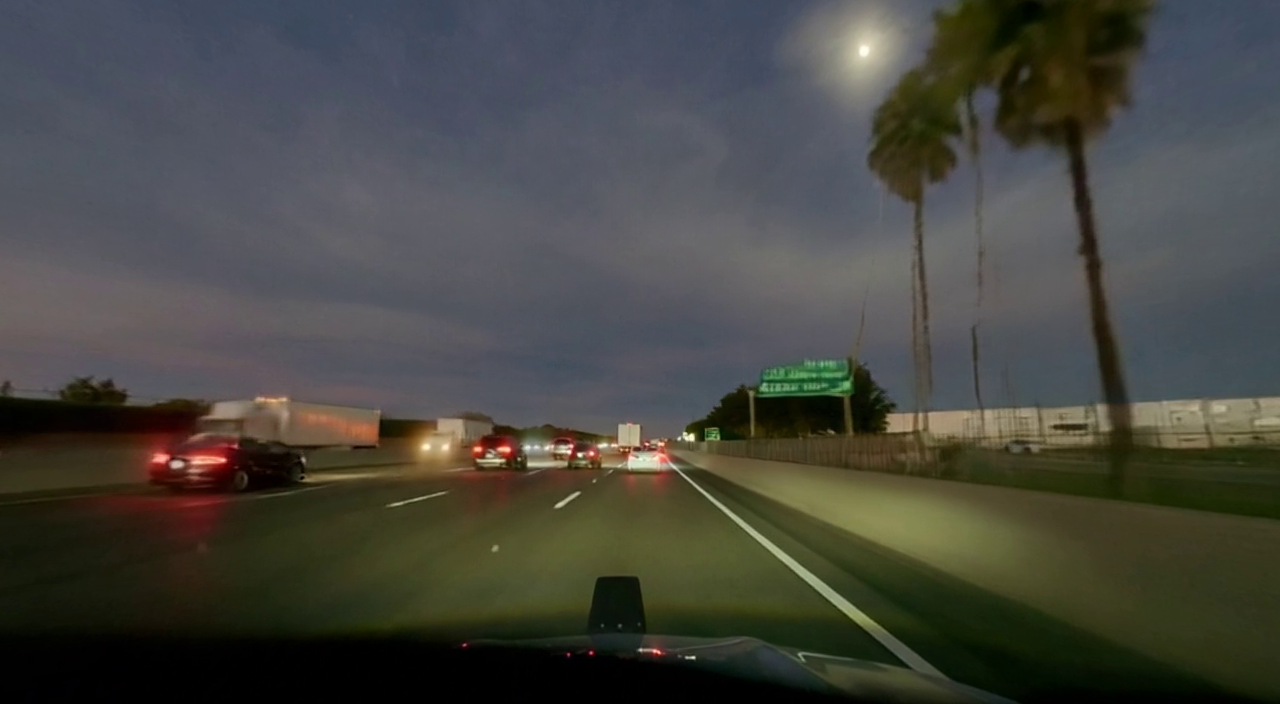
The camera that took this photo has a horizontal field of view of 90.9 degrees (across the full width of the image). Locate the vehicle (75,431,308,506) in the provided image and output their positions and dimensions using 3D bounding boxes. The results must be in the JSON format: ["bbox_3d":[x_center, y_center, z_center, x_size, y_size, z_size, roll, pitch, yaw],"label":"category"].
[{"bbox_3d":[-10.482,2.747,15.407,1.910,1.501,5.004,0,-8,2],"label":"vehicle"}]

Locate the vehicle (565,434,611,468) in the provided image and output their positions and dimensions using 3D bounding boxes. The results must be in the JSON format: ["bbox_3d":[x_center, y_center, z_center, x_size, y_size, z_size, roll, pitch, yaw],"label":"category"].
[{"bbox_3d":[-2.946,5.748,36.715,2.108,1.832,4.549,0,-8,2],"label":"vehicle"}]

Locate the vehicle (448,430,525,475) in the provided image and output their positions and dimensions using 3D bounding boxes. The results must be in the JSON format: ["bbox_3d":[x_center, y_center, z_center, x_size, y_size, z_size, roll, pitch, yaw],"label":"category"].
[{"bbox_3d":[-6.629,4.415,27.855,2.105,1.790,4.689,0,-8,2],"label":"vehicle"}]

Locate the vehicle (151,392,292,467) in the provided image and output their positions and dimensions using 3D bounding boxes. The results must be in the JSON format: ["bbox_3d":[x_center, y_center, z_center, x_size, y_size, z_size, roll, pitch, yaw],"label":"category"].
[{"bbox_3d":[-23.688,4.548,36.322,3.071,3.895,6.904,0,-8,2],"label":"vehicle"}]

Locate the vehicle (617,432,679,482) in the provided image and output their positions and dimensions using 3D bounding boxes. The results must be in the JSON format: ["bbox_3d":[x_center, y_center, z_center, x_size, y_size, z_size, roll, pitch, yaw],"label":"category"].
[{"bbox_3d":[0.308,3.932,23.863,2.136,1.678,4.052,0,-8,1],"label":"vehicle"}]
